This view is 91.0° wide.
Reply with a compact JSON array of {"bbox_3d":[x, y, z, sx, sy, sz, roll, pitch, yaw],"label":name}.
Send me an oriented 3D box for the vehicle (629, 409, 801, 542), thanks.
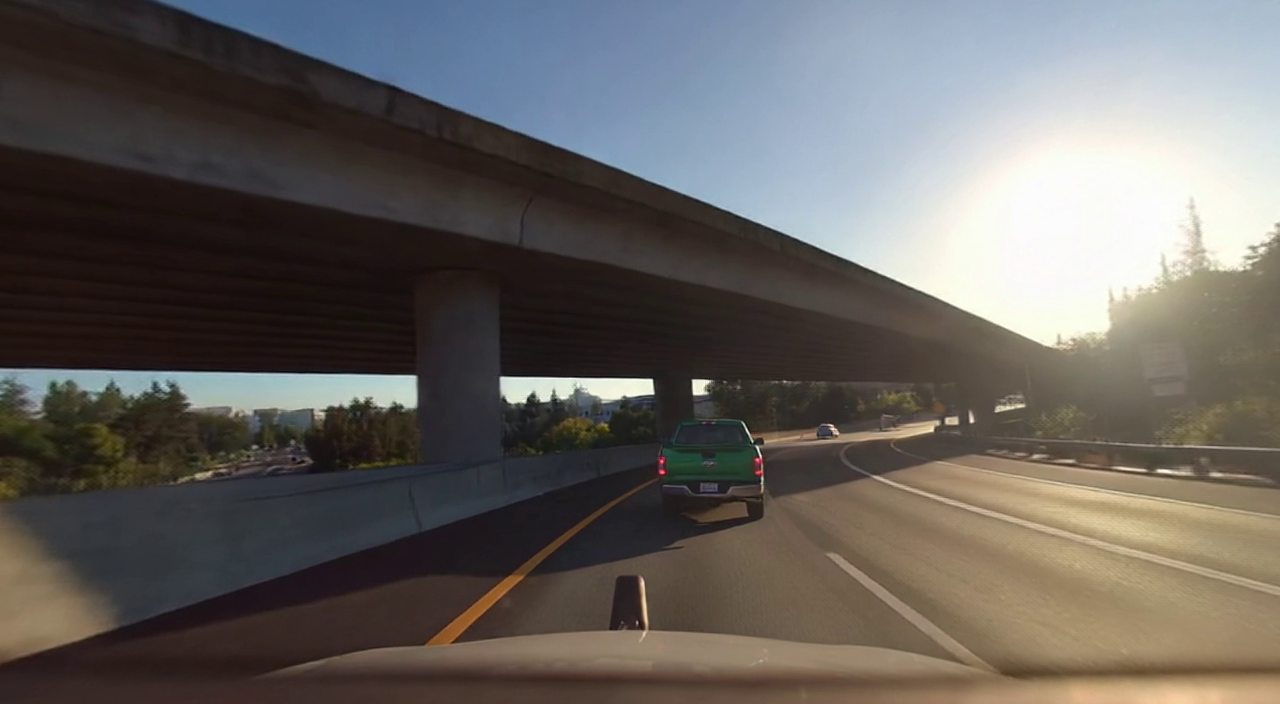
[{"bbox_3d":[1.218,1.942,10.514,2.235,1.716,4.435,-1,-9,7],"label":"vehicle"}]
